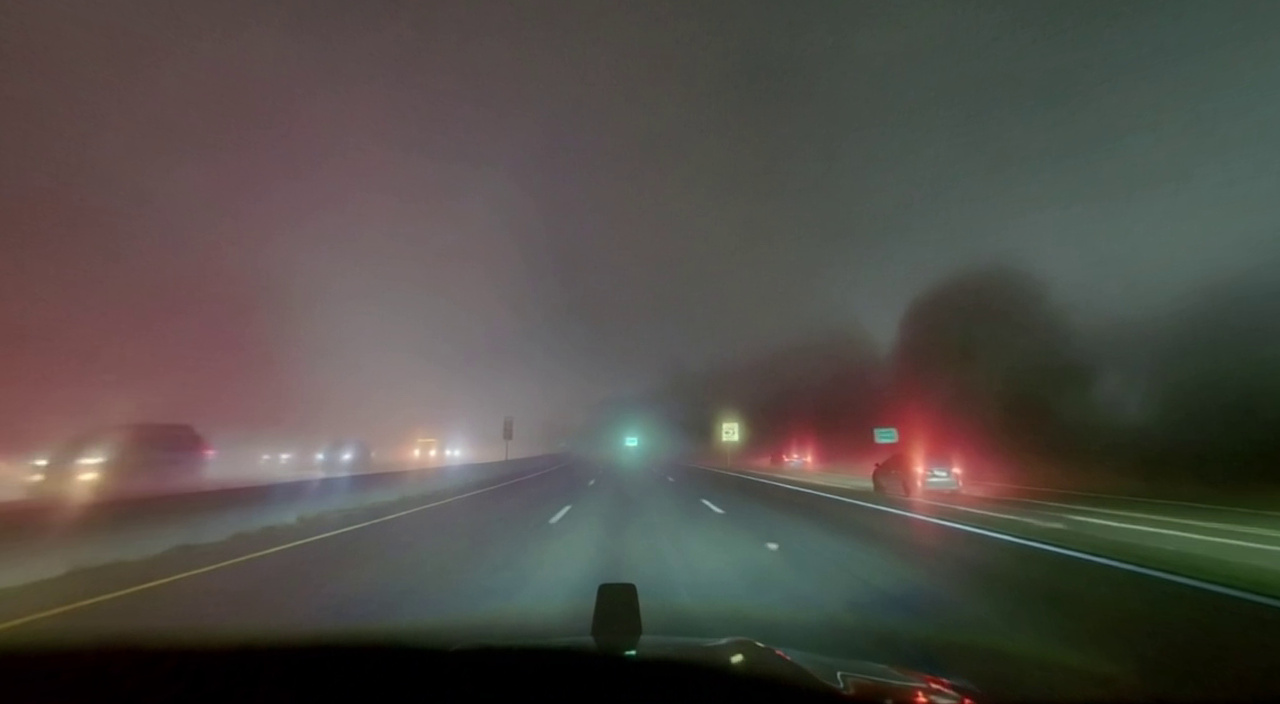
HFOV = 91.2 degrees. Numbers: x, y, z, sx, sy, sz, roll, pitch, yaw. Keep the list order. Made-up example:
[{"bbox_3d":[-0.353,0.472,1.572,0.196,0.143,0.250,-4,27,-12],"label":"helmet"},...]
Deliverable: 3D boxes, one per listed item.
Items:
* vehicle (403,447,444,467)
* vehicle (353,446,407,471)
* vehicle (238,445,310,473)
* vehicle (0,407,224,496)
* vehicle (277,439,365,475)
[{"bbox_3d":[-16.492,8.023,47.980,1.791,1.478,4.072,0,-9,-2],"label":"vehicle"},{"bbox_3d":[-15.989,6.574,38.763,1.750,1.437,3.997,0,-9,-3],"label":"vehicle"},{"bbox_3d":[-20.509,6.004,35.325,1.804,1.484,3.917,0,-9,-3],"label":"vehicle"},{"bbox_3d":[-14.556,2.763,17.464,2.201,2.054,5.510,0,-9,-1],"label":"vehicle"},{"bbox_3d":[-15.154,5.020,30.098,1.906,1.558,4.561,0,-9,-2],"label":"vehicle"}]
